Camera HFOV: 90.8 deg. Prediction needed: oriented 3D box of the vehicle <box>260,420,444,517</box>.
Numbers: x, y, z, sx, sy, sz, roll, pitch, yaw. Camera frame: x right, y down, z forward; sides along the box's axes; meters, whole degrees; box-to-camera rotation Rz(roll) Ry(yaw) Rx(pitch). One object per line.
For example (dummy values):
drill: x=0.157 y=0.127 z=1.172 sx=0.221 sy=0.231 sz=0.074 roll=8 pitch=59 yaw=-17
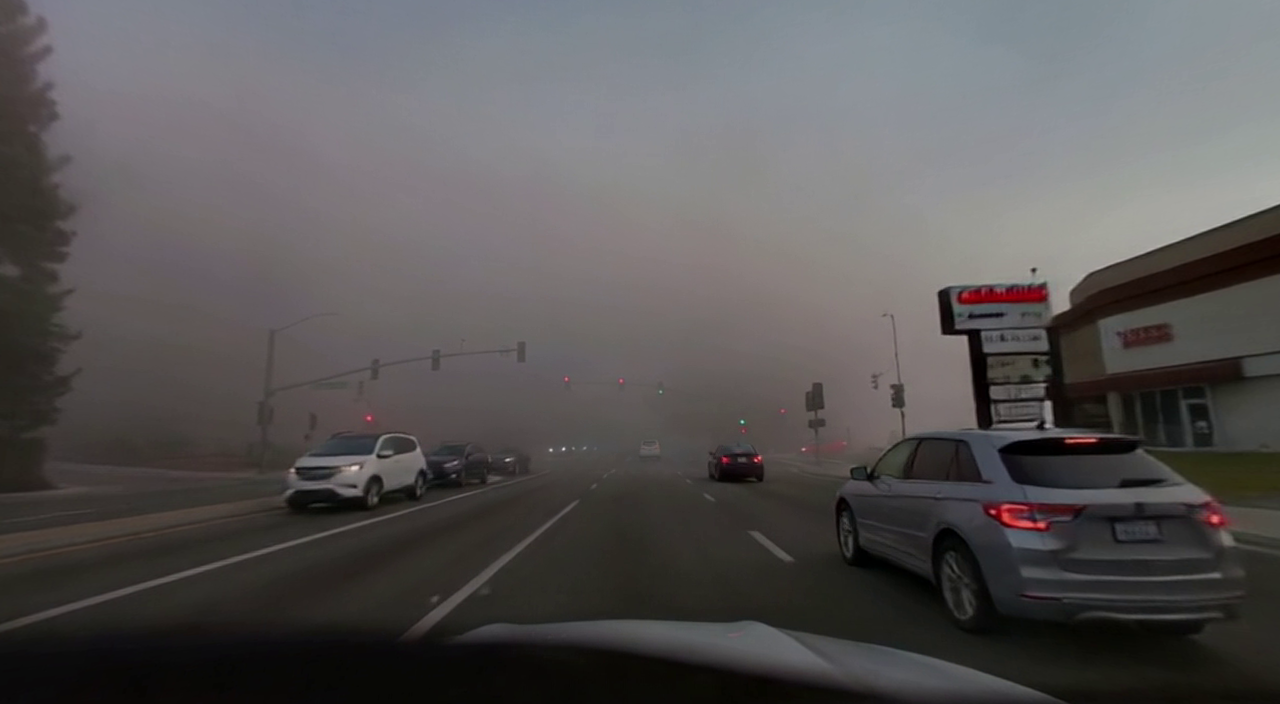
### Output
vehicle: x=-6.287 y=2.595 z=14.584 sx=2.136 sy=1.837 sz=4.669 roll=0 pitch=-8 yaw=-2

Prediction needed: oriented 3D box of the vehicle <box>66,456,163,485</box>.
vehicle: x=-30.848 y=6.919 z=37.217 sx=3.950 sy=1.536 sz=1.932 roll=4 pitch=-9 yaw=-27

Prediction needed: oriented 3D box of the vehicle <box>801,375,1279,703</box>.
vehicle: x=3.128 y=1.256 z=5.410 sx=2.174 sy=1.596 sz=4.779 roll=0 pitch=-8 yaw=-1

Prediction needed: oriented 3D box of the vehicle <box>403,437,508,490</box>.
vehicle: x=-6.192 y=3.802 z=21.910 sx=2.176 sy=1.591 sz=4.778 roll=0 pitch=-8 yaw=0

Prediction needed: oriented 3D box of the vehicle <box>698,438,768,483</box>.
vehicle: x=3.283 y=3.940 z=23.174 sx=1.842 sy=1.480 sz=4.155 roll=0 pitch=-8 yaw=-1

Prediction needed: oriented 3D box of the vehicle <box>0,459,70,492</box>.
vehicle: x=-31.092 y=6.034 z=30.877 sx=4.311 sy=1.476 sz=2.004 roll=4 pitch=-9 yaw=-26

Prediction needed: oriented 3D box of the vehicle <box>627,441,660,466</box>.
vehicle: x=0.201 y=6.432 z=40.153 sx=2.008 sy=1.464 sz=4.052 roll=0 pitch=-8 yaw=0
